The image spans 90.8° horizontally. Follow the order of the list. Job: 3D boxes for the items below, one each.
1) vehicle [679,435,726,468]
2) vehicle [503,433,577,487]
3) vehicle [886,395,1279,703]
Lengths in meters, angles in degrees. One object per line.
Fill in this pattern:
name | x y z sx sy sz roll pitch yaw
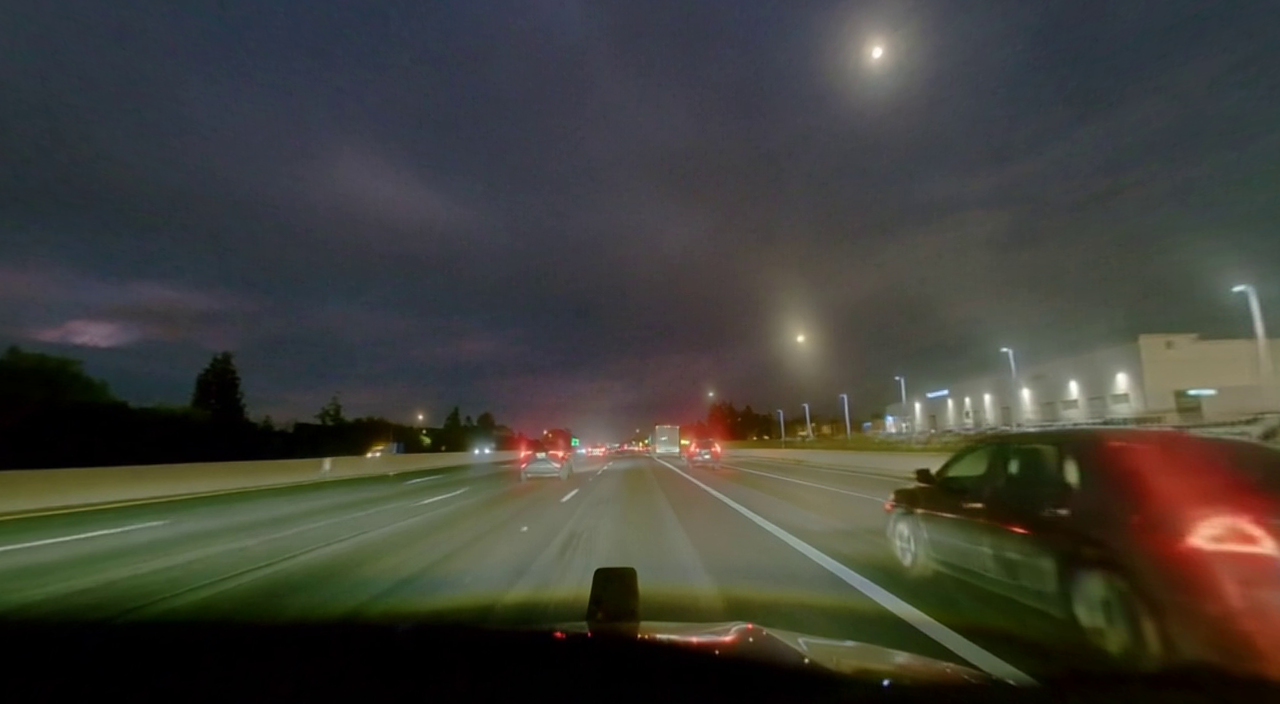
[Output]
vehicle | 3.617 5.904 37.513 2.198 1.807 4.530 0 -8 -2
vehicle | -3.541 3.915 23.229 1.987 1.765 4.508 0 -8 0
vehicle | 3.767 1.229 4.675 1.957 1.510 4.643 0 -8 -1
